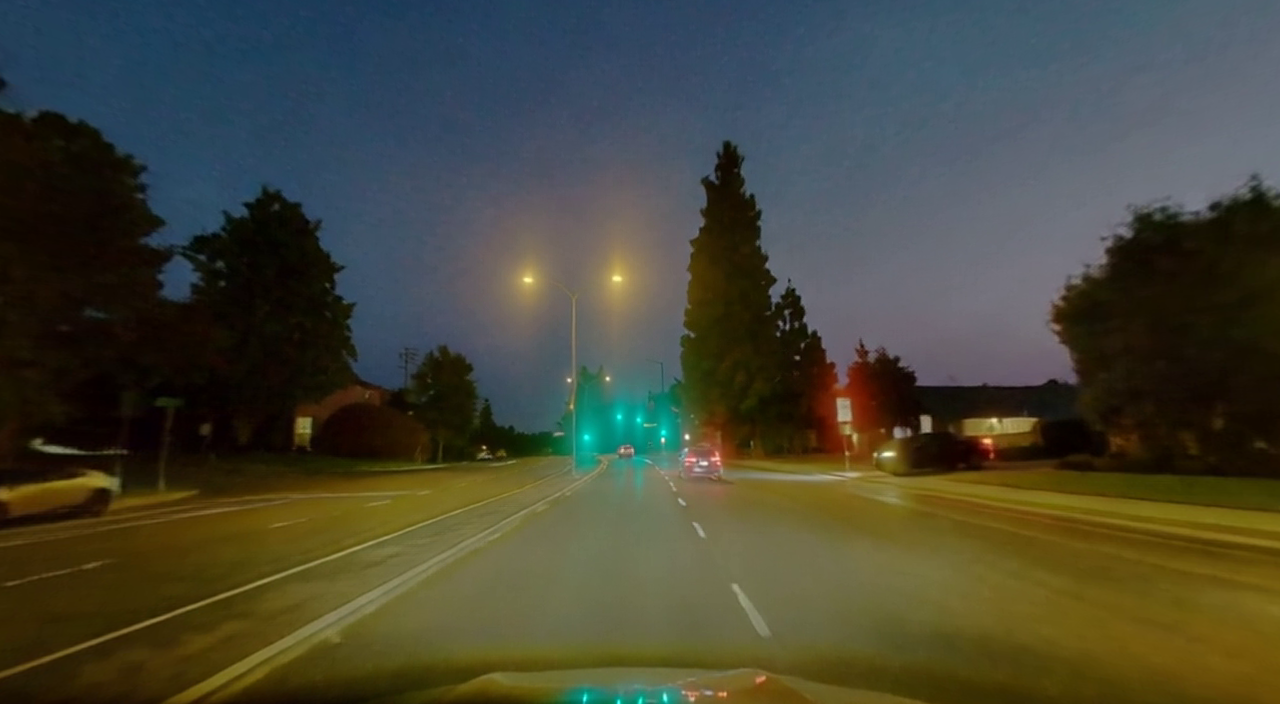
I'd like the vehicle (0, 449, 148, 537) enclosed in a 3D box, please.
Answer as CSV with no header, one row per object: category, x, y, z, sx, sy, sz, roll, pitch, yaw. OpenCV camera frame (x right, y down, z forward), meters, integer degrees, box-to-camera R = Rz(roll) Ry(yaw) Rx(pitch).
vehicle,-12.199,2.634,12.071,1.963,1.524,4.498,0,-8,-1

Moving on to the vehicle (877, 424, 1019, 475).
vehicle,11.433,3.642,23.636,4.202,1.794,2.063,0,-8,0

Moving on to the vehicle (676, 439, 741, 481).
vehicle,2.601,4.216,24.860,1.960,1.479,4.086,0,-8,-2
